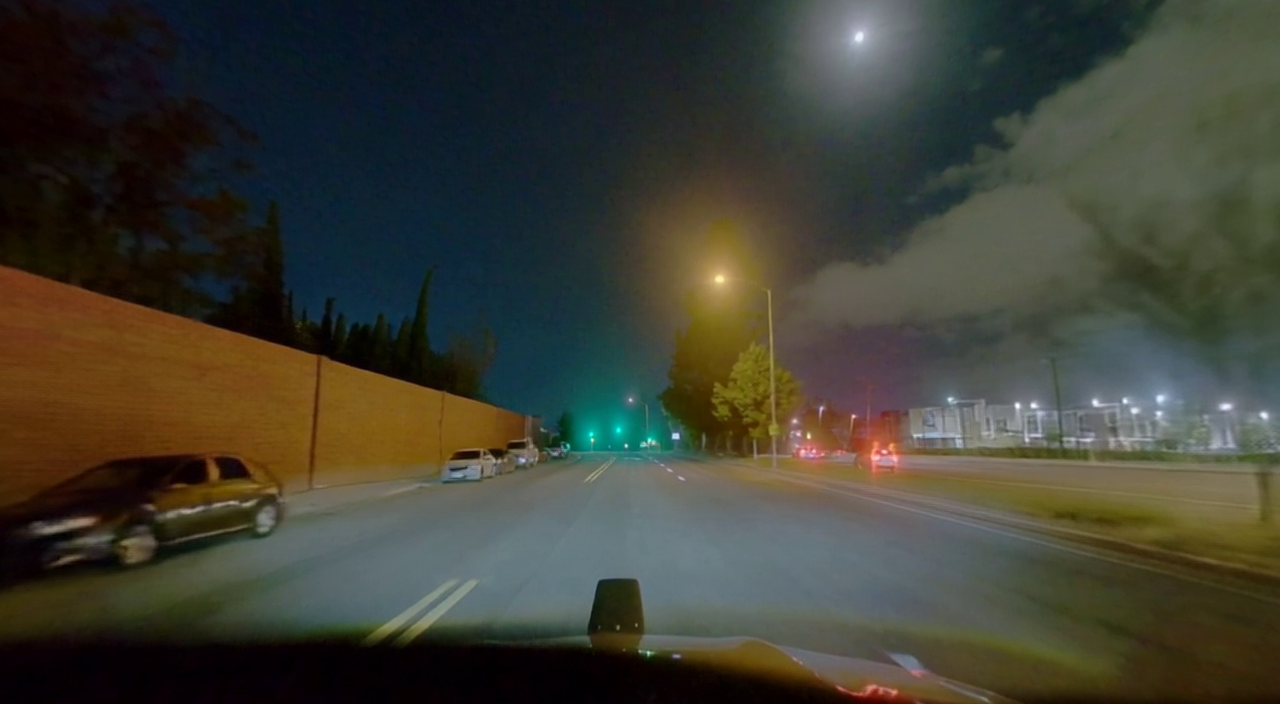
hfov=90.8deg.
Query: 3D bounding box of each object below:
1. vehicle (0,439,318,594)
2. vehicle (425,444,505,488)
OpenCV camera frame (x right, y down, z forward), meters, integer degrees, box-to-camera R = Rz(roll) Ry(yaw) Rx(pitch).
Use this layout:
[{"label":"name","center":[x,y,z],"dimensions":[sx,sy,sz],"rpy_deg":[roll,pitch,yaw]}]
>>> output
[{"label":"vehicle","center":[-6.712,2.026,8.905],"dimensions":[1.929,1.491,4.642],"rpy_deg":[3,-8,-1]},{"label":"vehicle","center":[-6.946,4.528,25.562],"dimensions":[1.989,1.485,4.218],"rpy_deg":[2,-7,0]}]
